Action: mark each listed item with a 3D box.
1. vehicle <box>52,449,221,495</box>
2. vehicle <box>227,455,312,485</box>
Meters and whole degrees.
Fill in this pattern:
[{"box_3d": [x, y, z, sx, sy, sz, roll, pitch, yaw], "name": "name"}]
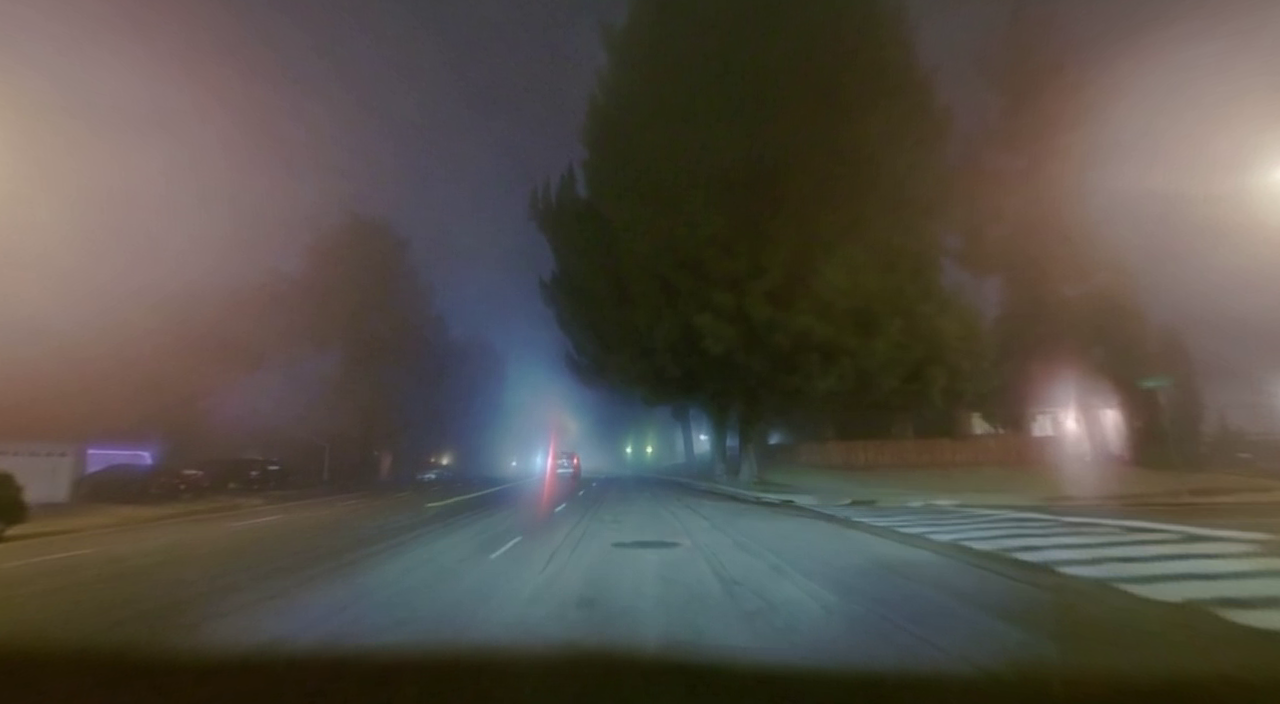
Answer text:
[{"box_3d": [-23.092, 5.484, 29.164, 5.784, 2.004, 2.199, 0, -8, -1], "name": "vehicle"}, {"box_3d": [-22.116, 7.015, 37.803, 3.832, 1.683, 1.877, 1, -9, -7], "name": "vehicle"}]
